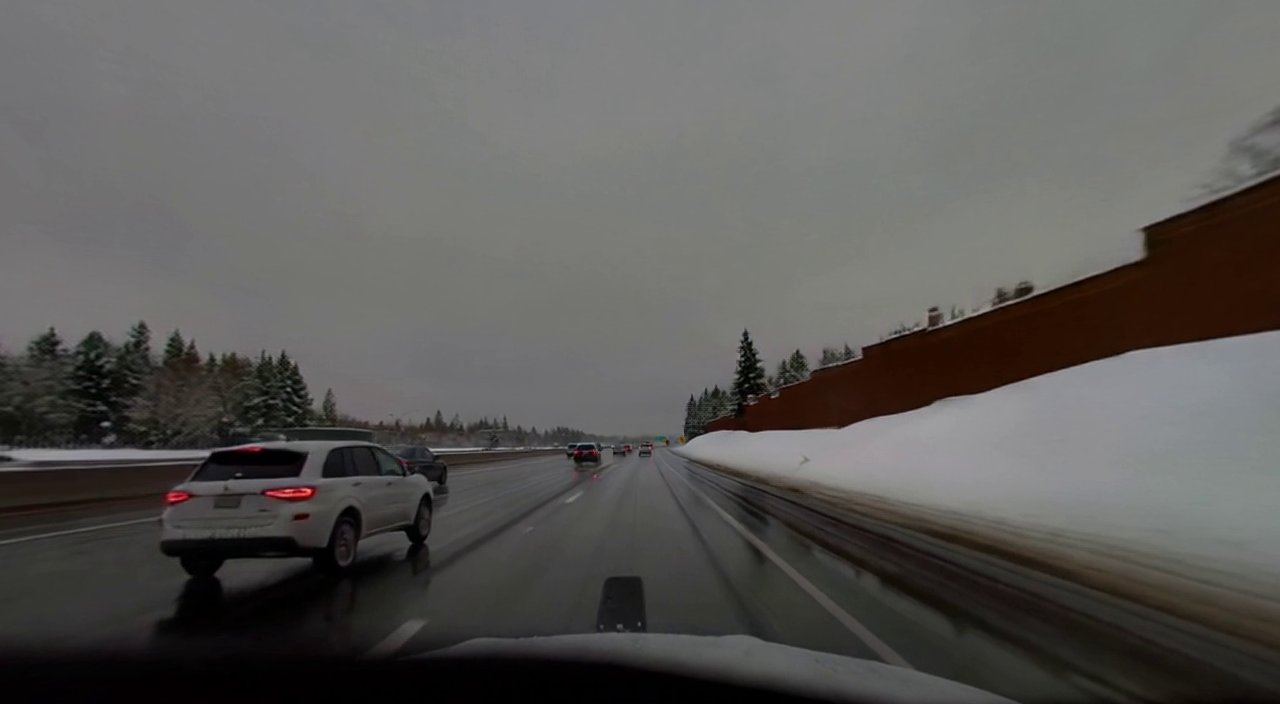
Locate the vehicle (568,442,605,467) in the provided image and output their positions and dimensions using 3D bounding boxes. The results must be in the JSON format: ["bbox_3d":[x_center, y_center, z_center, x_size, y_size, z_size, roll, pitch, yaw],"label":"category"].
[{"bbox_3d":[-3.621,7.006,43.122,2.036,1.636,4.511,-1,-8,1],"label":"vehicle"}]

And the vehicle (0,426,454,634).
[{"bbox_3d":[-3.813,1.649,7.008,1.945,1.484,4.803,0,-8,1],"label":"vehicle"}]
